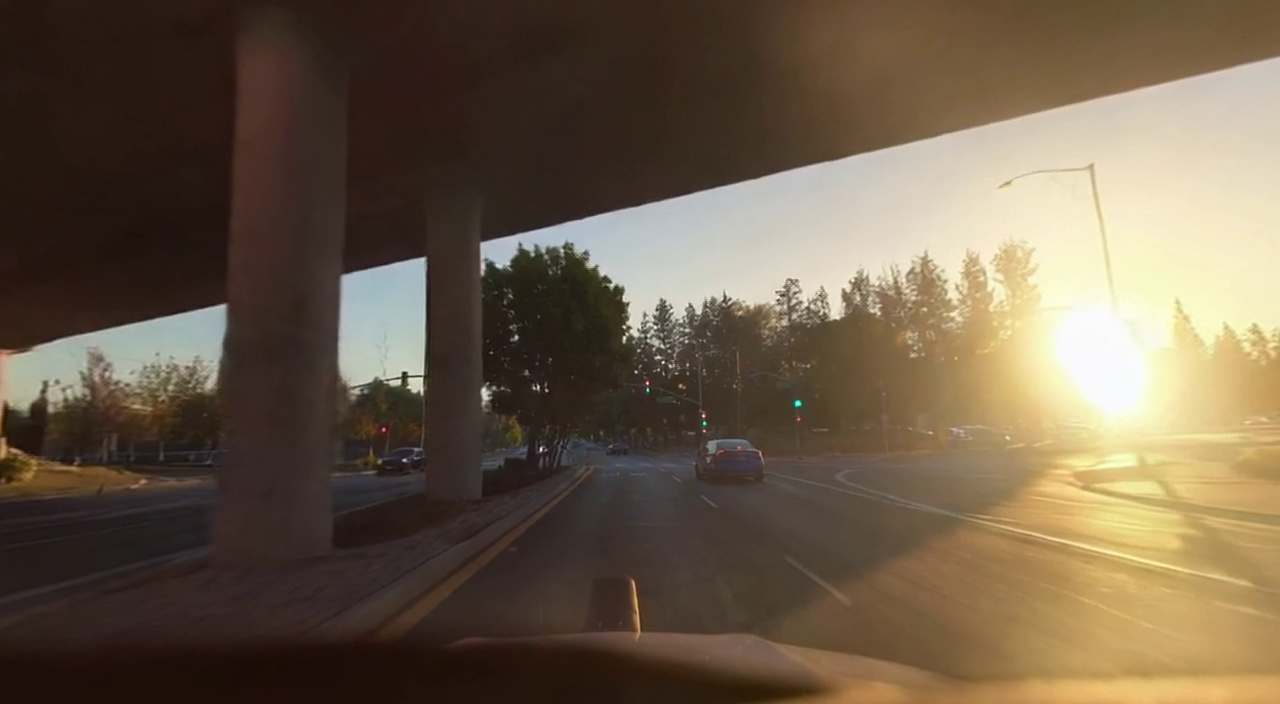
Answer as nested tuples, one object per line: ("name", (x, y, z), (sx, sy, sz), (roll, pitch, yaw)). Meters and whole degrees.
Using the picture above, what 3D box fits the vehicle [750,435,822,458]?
("vehicle", (10.626, 6.905, 46.088), (4.760, 1.571, 1.859), (-5, -9, 26))

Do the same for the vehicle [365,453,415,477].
("vehicle", (-17.227, 7.790, 43.687), (1.863, 1.469, 3.767), (-1, -8, 0))

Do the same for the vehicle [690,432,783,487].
("vehicle", (2.864, 3.331, 19.897), (2.062, 1.484, 4.332), (0, -8, -2))
